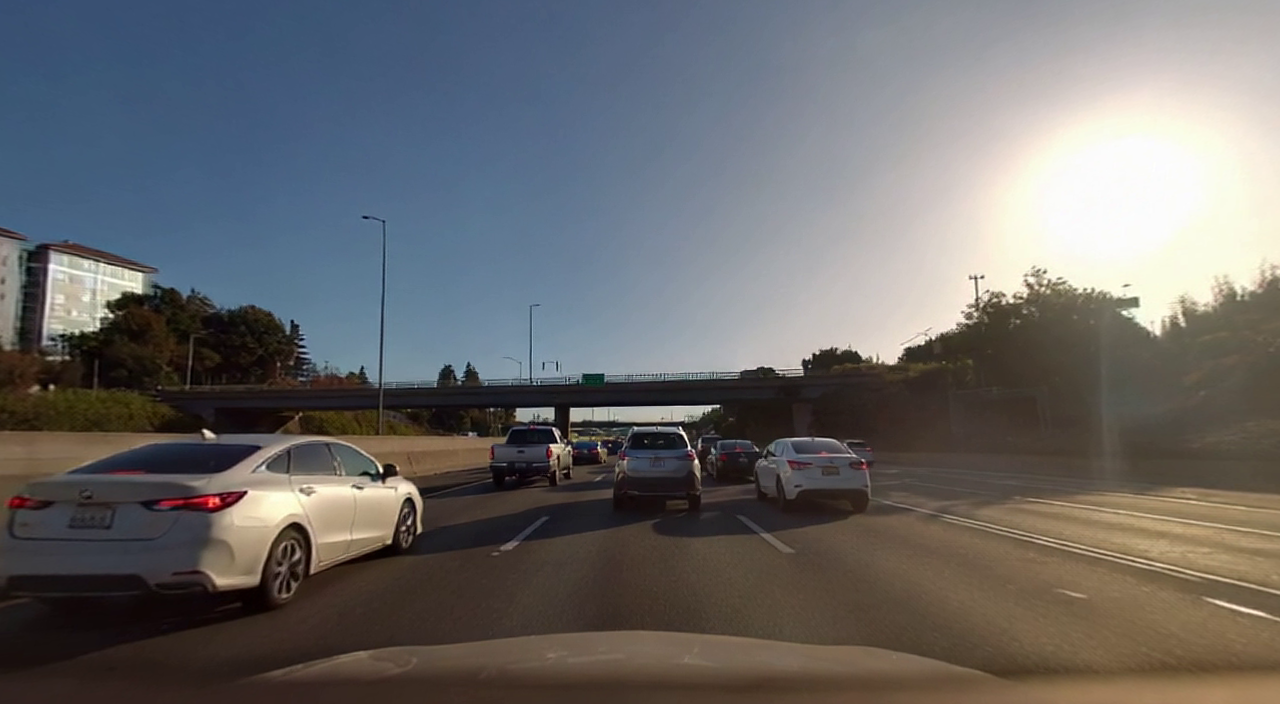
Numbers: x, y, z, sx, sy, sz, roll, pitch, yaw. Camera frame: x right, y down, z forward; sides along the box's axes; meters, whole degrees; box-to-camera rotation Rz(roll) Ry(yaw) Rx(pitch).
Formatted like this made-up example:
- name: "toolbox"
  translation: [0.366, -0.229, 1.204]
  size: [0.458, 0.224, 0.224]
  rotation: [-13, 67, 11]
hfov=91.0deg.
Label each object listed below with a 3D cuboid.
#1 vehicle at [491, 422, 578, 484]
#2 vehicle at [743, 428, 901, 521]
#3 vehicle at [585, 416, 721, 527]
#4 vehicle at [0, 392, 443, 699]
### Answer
- name: "vehicle"
  translation: [-3.909, 3.901, 24.550]
  size: [2.212, 2.101, 6.052]
  rotation: [0, -9, 1]
- name: "vehicle"
  translation: [3.632, 2.535, 13.612]
  size: [2.022, 1.633, 4.651]
  rotation: [0, -9, 0]
- name: "vehicle"
  translation: [0.228, 2.235, 12.259]
  size: [2.181, 1.756, 4.167]
  rotation: [0, -9, 0]
- name: "vehicle"
  translation: [-3.618, 1.356, 5.727]
  size: [2.014, 1.579, 4.761]
  rotation: [0, -9, 1]
